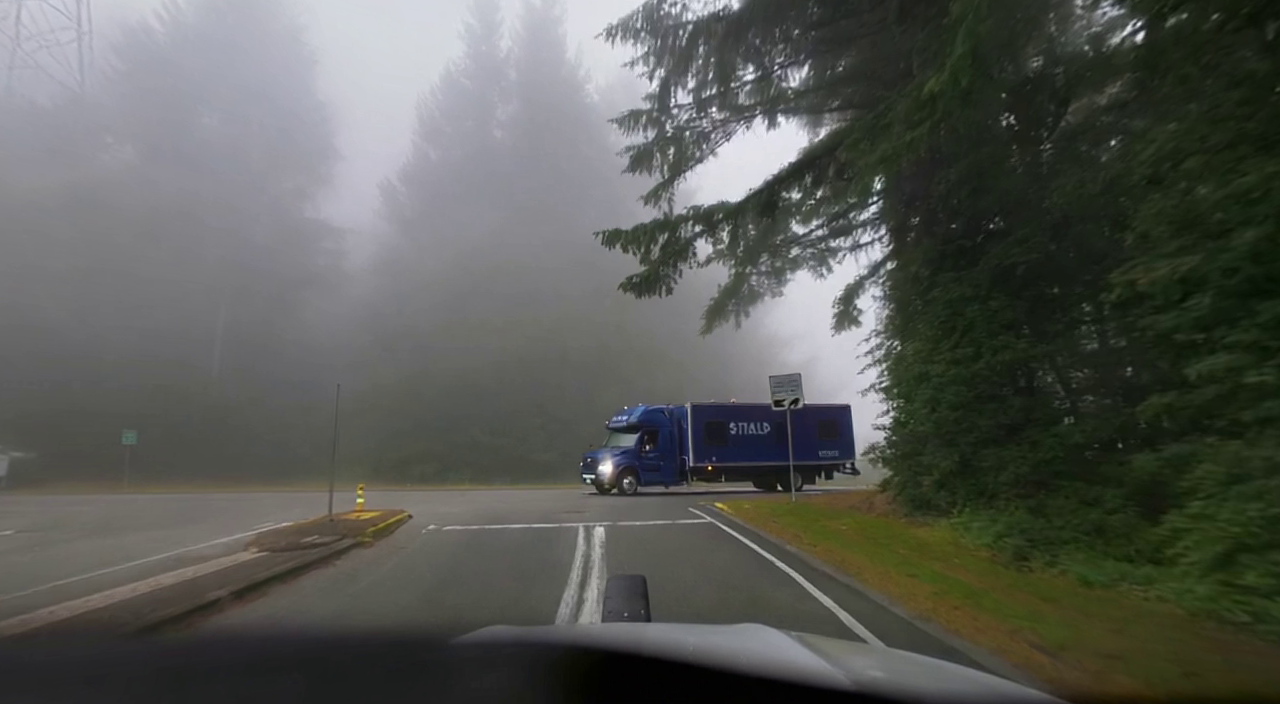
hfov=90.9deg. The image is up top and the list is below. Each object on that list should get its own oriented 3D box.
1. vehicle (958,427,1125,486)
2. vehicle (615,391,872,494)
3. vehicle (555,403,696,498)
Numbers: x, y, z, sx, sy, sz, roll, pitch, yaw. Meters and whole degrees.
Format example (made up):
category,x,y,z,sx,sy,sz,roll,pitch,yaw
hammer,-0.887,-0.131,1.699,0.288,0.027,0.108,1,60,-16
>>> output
category,x,y,z,sx,sy,sz,roll,pitch,yaw
vehicle,17.479,4.555,27.595,5.923,2.424,2.247,1,-9,-8
vehicle,4.099,3.586,25.011,9.765,3.622,2.740,3,-9,-18
vehicle,-0.601,3.630,23.378,4.552,3.175,2.847,3,-9,-18
